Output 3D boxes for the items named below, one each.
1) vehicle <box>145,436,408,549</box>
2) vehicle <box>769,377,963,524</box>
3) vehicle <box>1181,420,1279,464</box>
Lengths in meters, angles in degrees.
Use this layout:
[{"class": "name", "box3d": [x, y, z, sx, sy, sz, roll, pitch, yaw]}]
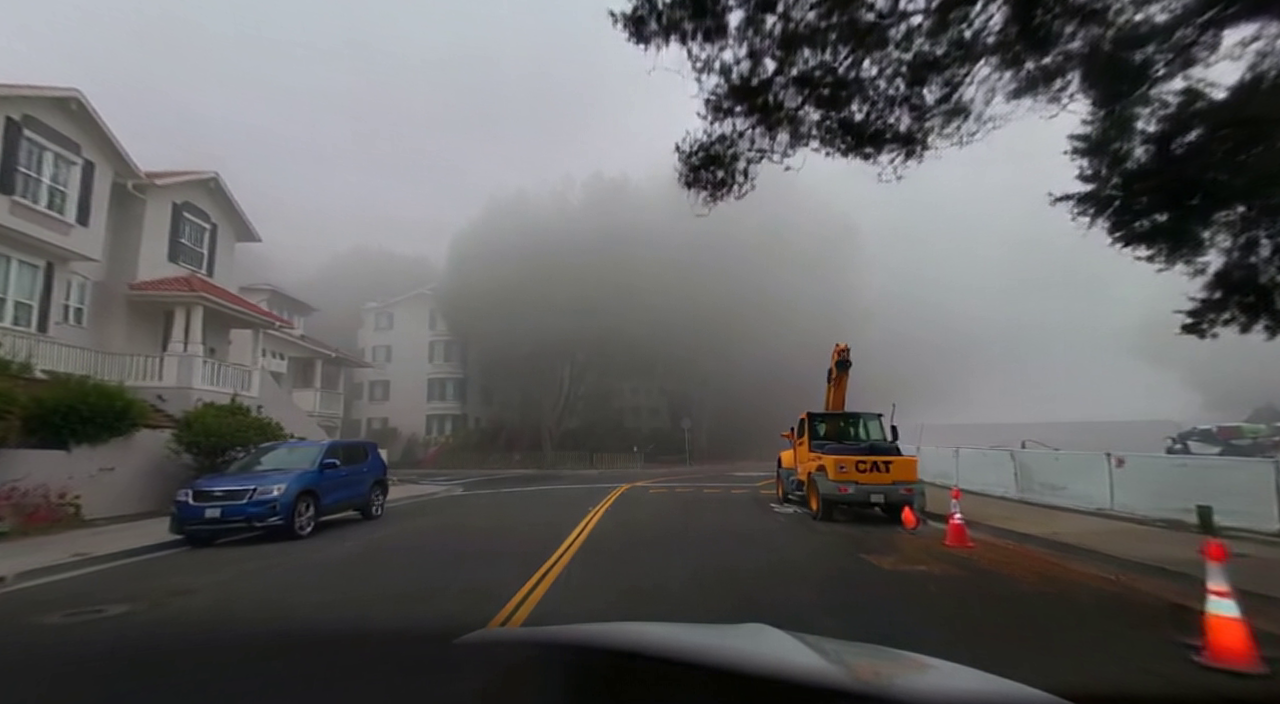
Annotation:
[{"class": "vehicle", "box3d": [-6.621, 2.537, 12.367, 2.220, 1.765, 4.799, 0, -8, 1]}, {"class": "vehicle", "box3d": [4.444, 2.024, 13.172, 2.501, 2.613, 3.505, 0, -9, -3]}, {"class": "vehicle", "box3d": [24.443, 3.486, 24.671, 4.540, 1.558, 1.980, -2, -8, 1]}]
